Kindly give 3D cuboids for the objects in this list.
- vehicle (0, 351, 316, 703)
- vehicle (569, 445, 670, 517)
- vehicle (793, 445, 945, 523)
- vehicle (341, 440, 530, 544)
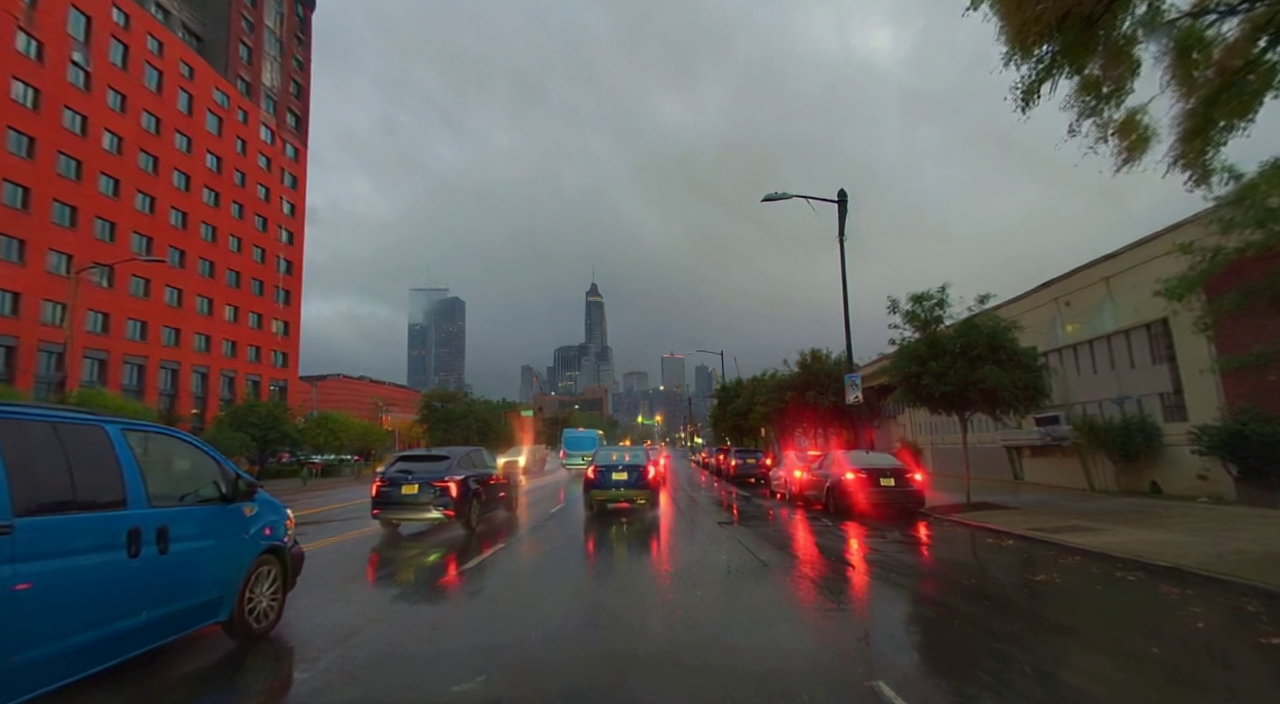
[{"bbox_3d":[-3.727,0.893,2.658,2.140,1.768,4.685,0,-8,1],"label":"vehicle"},{"bbox_3d":[-0.435,3.064,15.533,2.152,1.518,4.113,0,-8,0],"label":"vehicle"},{"bbox_3d":[4.905,2.848,14.195,1.832,1.491,4.054,0,-8,-1],"label":"vehicle"},{"bbox_3d":[-3.519,2.474,11.887,1.995,1.554,4.426,0,-8,1],"label":"vehicle"}]
